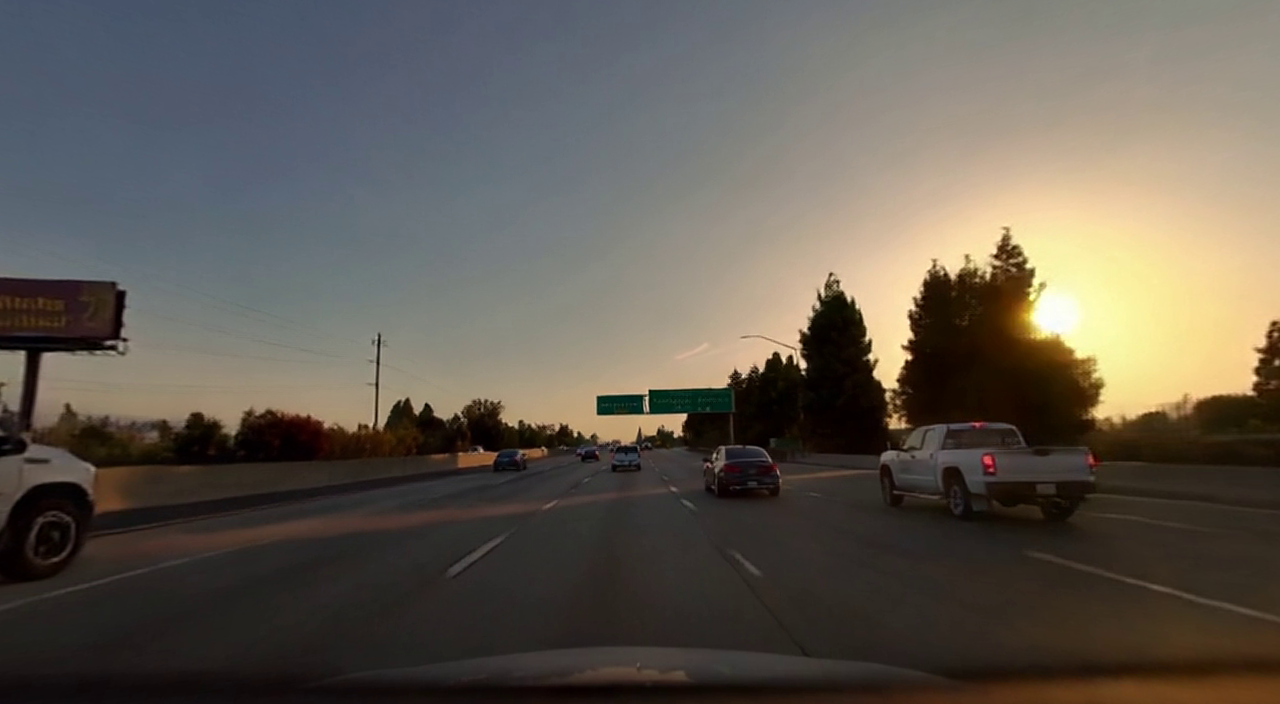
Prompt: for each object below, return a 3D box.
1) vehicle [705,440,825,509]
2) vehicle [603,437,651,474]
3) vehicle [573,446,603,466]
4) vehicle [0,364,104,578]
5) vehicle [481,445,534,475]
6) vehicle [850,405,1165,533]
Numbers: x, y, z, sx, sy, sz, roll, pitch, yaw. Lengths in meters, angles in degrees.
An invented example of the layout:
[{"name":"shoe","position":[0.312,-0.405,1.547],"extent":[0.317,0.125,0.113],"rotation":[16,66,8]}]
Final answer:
[{"name":"vehicle","position":[2.916,2.954,15.780],"extent":[2.011,1.462,4.286],"rotation":[0,-8,-1]},{"name":"vehicle","position":[-0.634,5.389,33.168],"extent":[2.323,1.805,4.729],"rotation":[0,-8,0]},{"name":"vehicle","position":[-3.978,7.977,48.555],"extent":[1.935,1.487,4.076],"rotation":[0,-8,0]},{"name":"vehicle","position":[-7.269,0.828,3.964],"extent":[2.444,2.012,6.122],"rotation":[0,-8,0]},{"name":"vehicle","position":[-7.095,5.806,34.292],"extent":[1.920,1.482,4.385],"rotation":[0,-8,0]},{"name":"vehicle","position":[6.554,2.206,12.569],"extent":[2.635,1.919,5.907],"rotation":[0,-8,-1]}]
